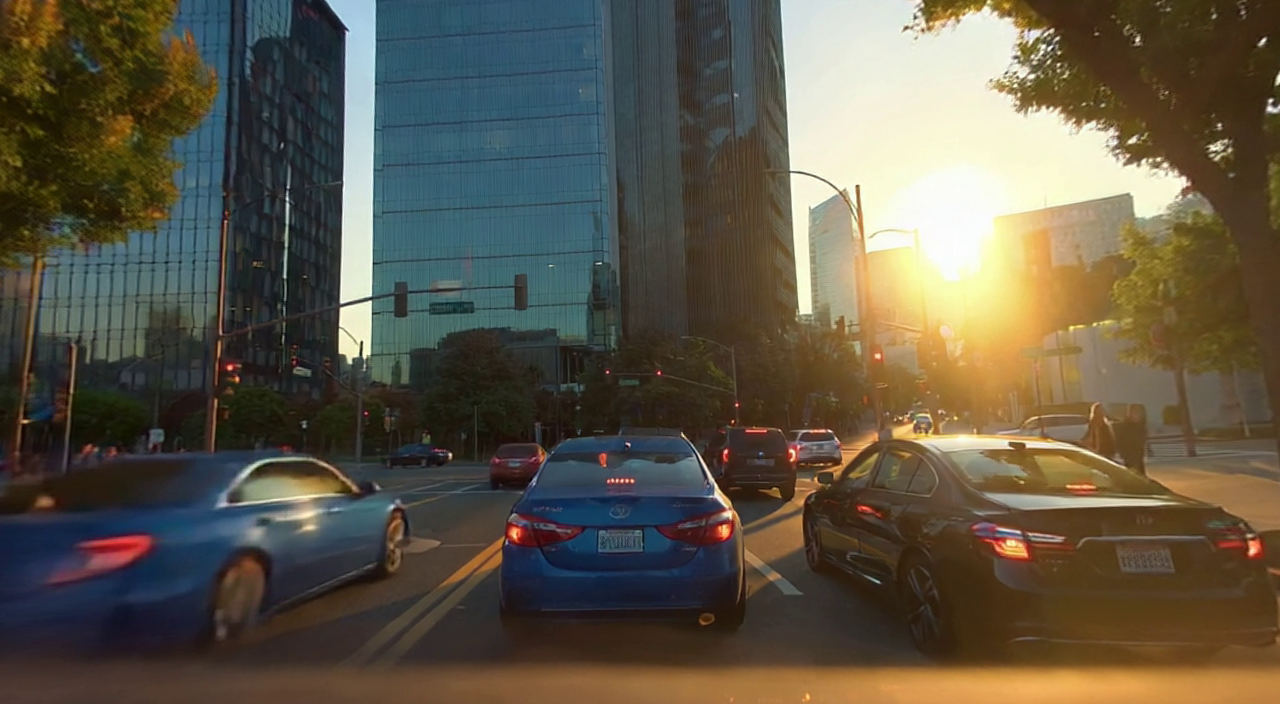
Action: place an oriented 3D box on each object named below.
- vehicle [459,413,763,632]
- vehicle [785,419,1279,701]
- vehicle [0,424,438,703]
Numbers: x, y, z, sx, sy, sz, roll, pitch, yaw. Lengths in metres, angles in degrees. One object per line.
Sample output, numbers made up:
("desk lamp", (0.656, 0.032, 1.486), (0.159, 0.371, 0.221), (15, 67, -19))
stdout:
("vehicle", (-0.266, 1.465, 6.411), (2.072, 1.476, 4.078), (0, -8, -2))
("vehicle", (2.757, 1.403, 5.452), (1.952, 1.464, 4.165), (0, -8, -1))
("vehicle", (-3.444, 1.385, 5.173), (1.957, 1.427, 4.531), (0, -8, 1))
